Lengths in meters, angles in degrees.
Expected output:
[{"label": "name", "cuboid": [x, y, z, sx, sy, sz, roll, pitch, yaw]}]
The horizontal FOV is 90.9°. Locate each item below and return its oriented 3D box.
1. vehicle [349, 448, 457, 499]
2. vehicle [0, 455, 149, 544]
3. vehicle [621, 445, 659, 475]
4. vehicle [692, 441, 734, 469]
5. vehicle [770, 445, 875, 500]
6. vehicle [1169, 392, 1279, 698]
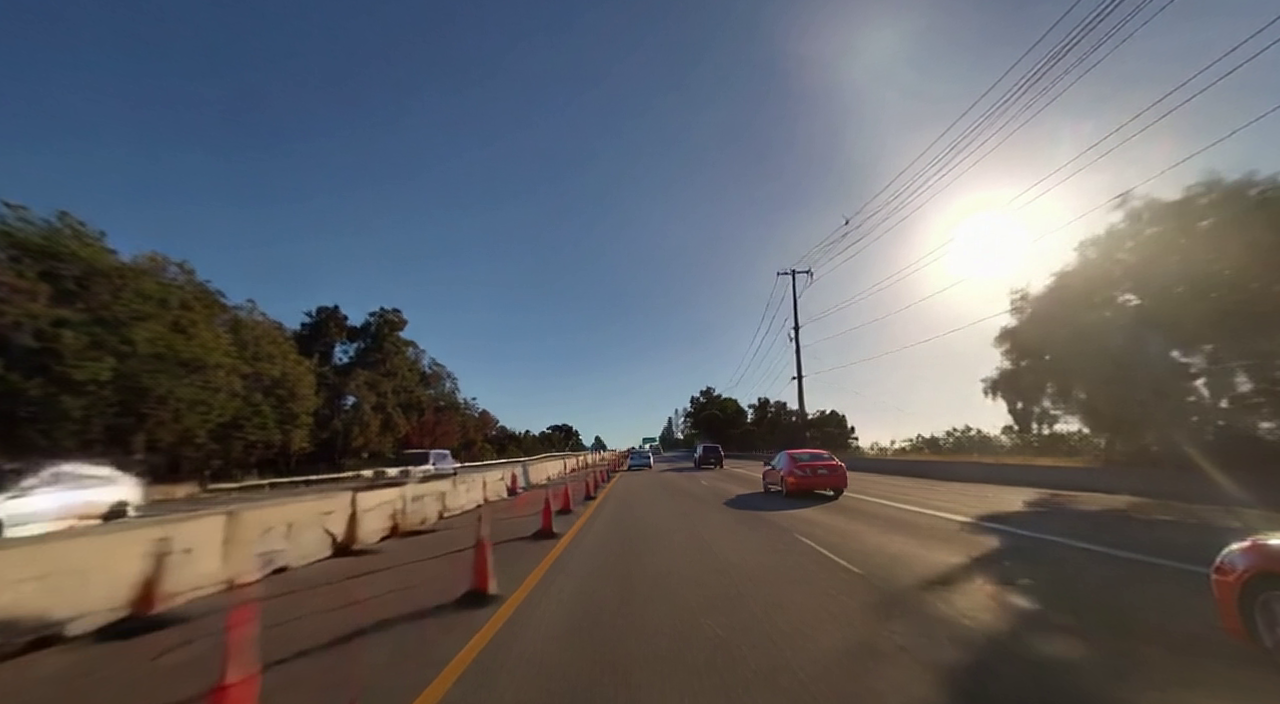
[{"label": "vehicle", "cuboid": [-8.136, 4.172, 22.188, 1.856, 1.539, 4.679, -1, -8, 2]}, {"label": "vehicle", "cuboid": [-12.158, 2.779, 12.061, 2.129, 1.471, 4.192, -2, -8, 1]}, {"label": "vehicle", "cuboid": [0.008, 6.179, 36.386, 2.096, 1.583, 4.150, 0, -8, 0]}, {"label": "vehicle", "cuboid": [5.381, 7.723, 47.463, 2.559, 1.943, 5.610, 0, -8, 1]}, {"label": "vehicle", "cuboid": [5.227, 3.481, 18.634, 1.881, 1.409, 4.016, 0, -8, 0]}, {"label": "vehicle", "cuboid": [4.287, 0.752, 1.584, 1.997, 1.568, 4.529, 0, -8, 1]}]
